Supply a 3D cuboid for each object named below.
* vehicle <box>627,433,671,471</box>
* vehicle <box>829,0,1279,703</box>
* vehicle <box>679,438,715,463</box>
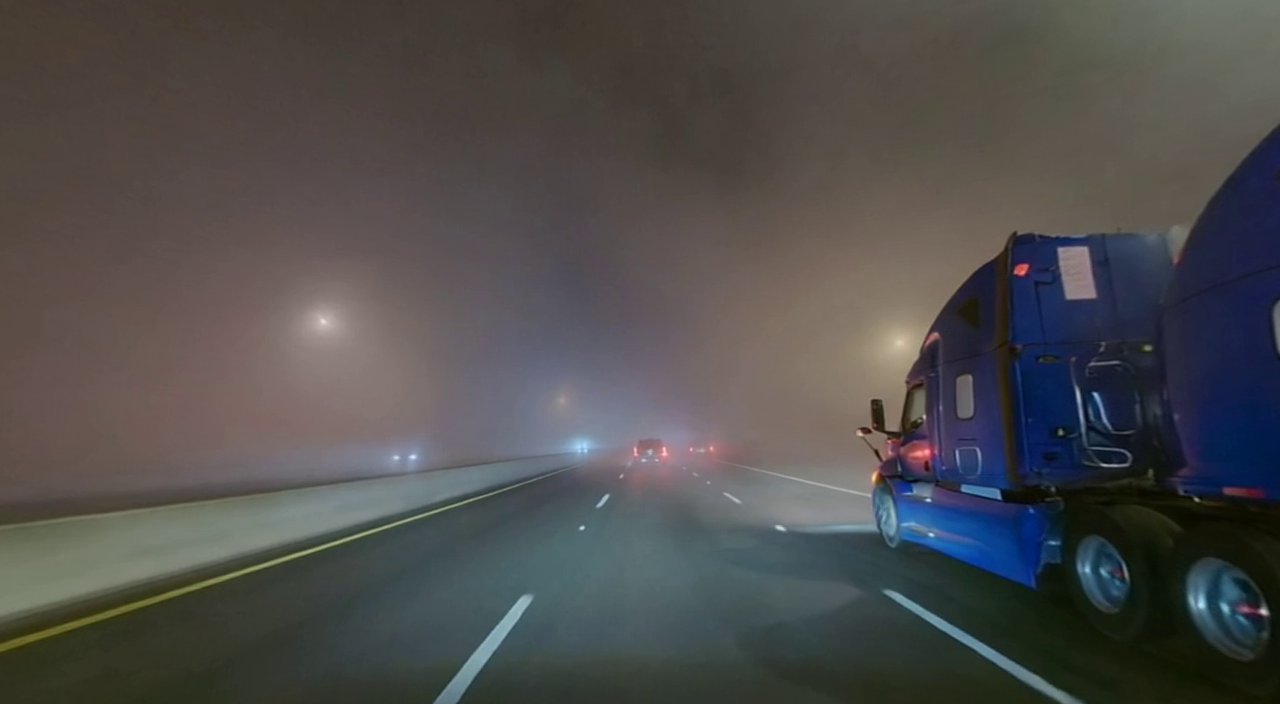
[{"bbox_3d":[0.420,5.279,33.500,2.205,1.860,4.301,0,-9,0],"label":"vehicle"},{"bbox_3d":[4.351,0.124,5.075,3.030,3.985,8.655,0,-9,1],"label":"vehicle"},{"bbox_3d":[4.349,7.556,48.559,2.215,1.798,4.776,0,-9,-1],"label":"vehicle"}]
